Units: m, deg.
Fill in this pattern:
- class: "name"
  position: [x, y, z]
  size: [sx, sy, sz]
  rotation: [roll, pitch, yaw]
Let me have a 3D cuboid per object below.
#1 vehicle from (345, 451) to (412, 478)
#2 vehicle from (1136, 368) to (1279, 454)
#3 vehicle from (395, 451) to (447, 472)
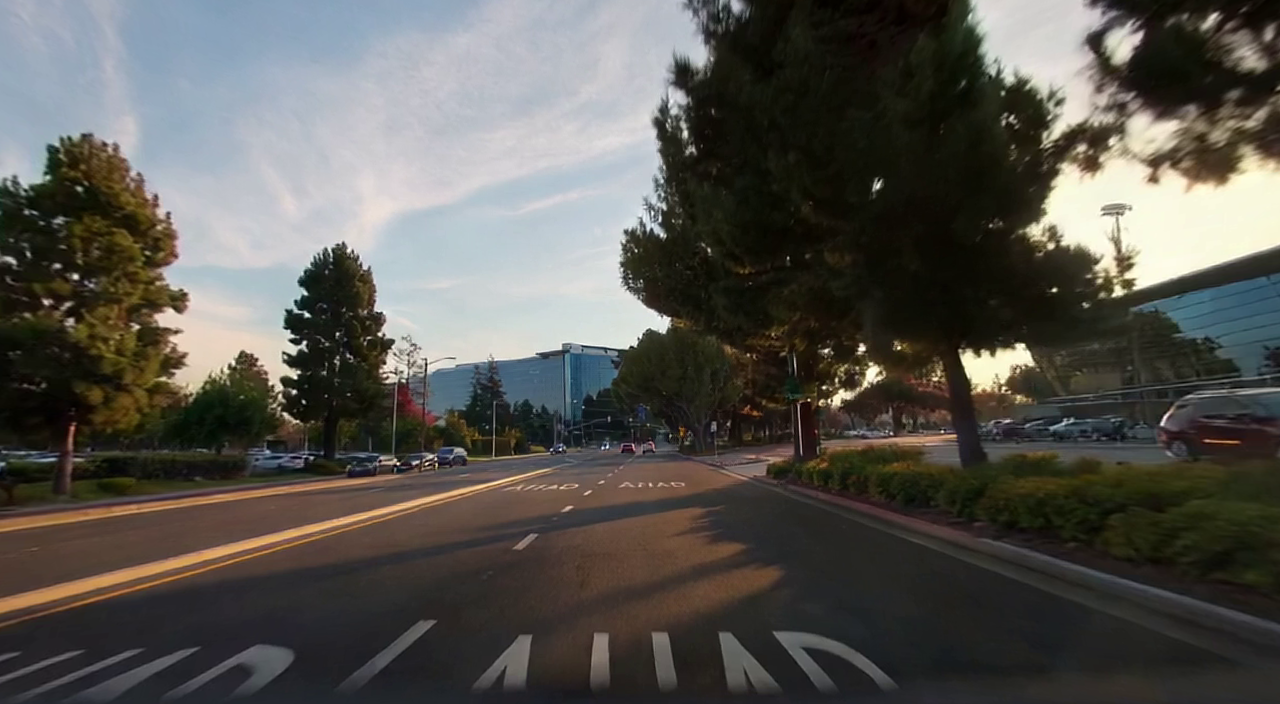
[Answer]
- class: "vehicle"
  position: [-16.862, 7.263, 40.780]
  size: [2.014, 1.515, 5.027]
  rotation: [0, -8, 2]
- class: "vehicle"
  position: [12.527, 1.229, 12.374]
  size: [2.032, 1.528, 4.191]
  rotation: [0, -8, 0]
- class: "vehicle"
  position: [-16.894, 8.481, 48.731]
  size: [1.955, 1.486, 5.112]
  rotation: [0, -8, 3]
